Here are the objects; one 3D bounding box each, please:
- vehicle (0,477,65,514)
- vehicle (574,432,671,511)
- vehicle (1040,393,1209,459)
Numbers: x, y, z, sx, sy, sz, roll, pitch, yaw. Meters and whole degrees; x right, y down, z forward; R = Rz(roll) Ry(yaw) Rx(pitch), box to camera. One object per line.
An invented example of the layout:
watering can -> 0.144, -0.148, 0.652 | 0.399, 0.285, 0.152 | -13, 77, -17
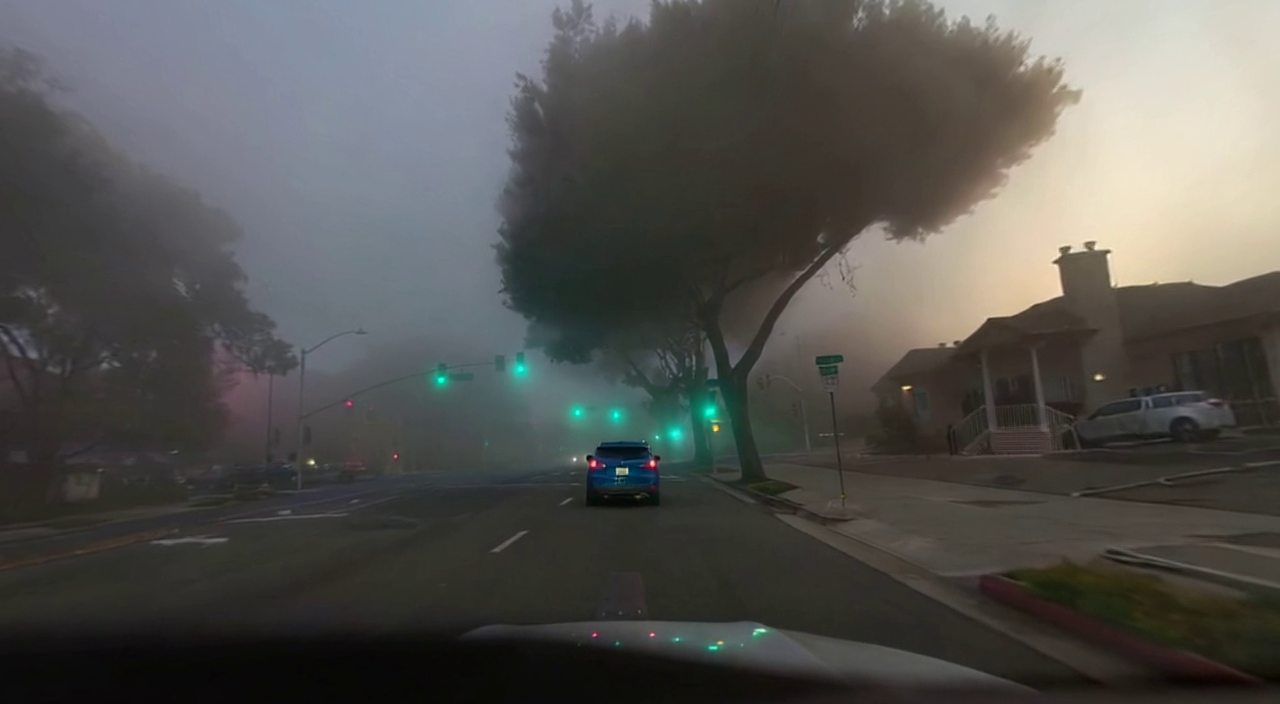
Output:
vehicle -> -28.585, 6.530, 28.599 | 1.771, 1.435, 4.144 | -6, -9, -10
vehicle -> -0.396, 2.941, 15.957 | 2.136, 1.703, 3.910 | 0, -9, 0
vehicle -> 16.355, 2.611, 21.785 | 2.039, 1.990, 5.111 | -1, -8, 5
